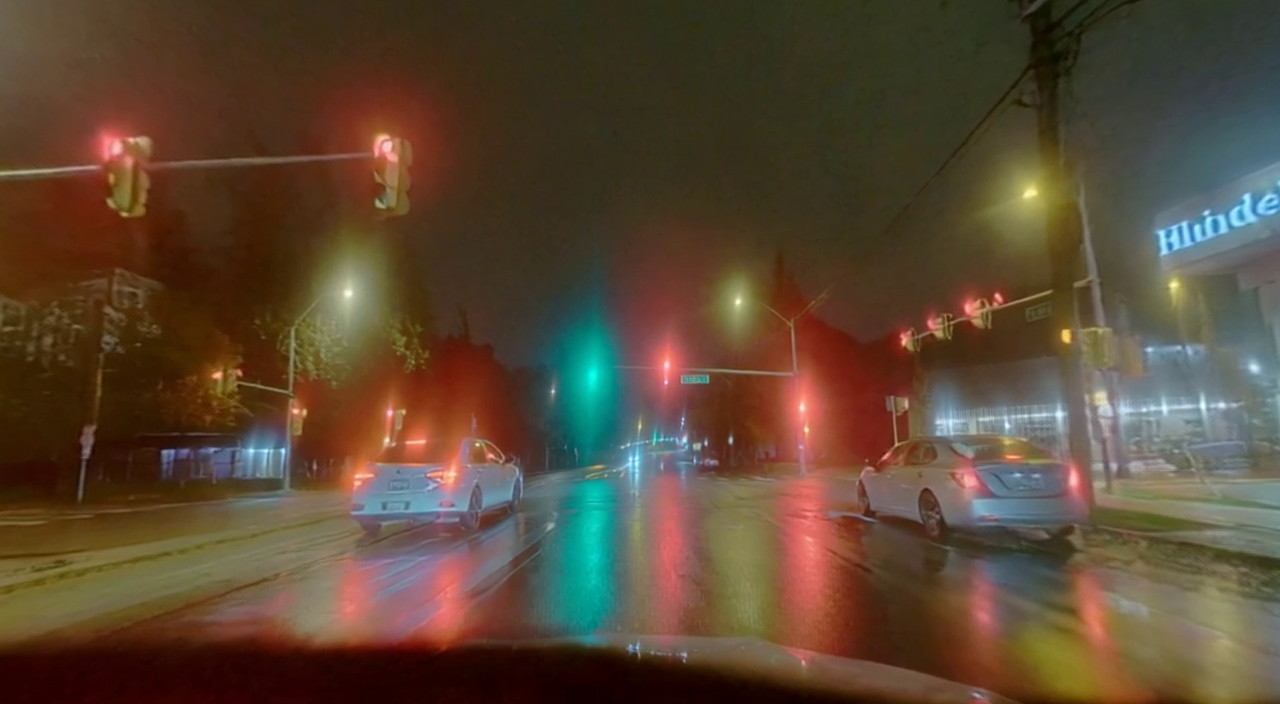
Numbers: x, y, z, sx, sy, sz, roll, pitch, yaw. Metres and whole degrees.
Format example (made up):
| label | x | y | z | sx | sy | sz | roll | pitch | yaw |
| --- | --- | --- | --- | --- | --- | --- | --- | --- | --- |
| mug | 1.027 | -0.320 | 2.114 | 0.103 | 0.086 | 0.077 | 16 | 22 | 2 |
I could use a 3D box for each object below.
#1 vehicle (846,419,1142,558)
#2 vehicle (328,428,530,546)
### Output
| label | x | y | z | sx | sy | sz | roll | pitch | yaw |
| --- | --- | --- | --- | --- | --- | --- | --- | --- | --- |
| vehicle | 5.009 | 1.993 | 9.883 | 2.039 | 1.655 | 4.495 | 0 | -9 | 1 |
| vehicle | -3.319 | 2.204 | 10.944 | 1.947 | 1.627 | 4.248 | 0 | -9 | 1 |
